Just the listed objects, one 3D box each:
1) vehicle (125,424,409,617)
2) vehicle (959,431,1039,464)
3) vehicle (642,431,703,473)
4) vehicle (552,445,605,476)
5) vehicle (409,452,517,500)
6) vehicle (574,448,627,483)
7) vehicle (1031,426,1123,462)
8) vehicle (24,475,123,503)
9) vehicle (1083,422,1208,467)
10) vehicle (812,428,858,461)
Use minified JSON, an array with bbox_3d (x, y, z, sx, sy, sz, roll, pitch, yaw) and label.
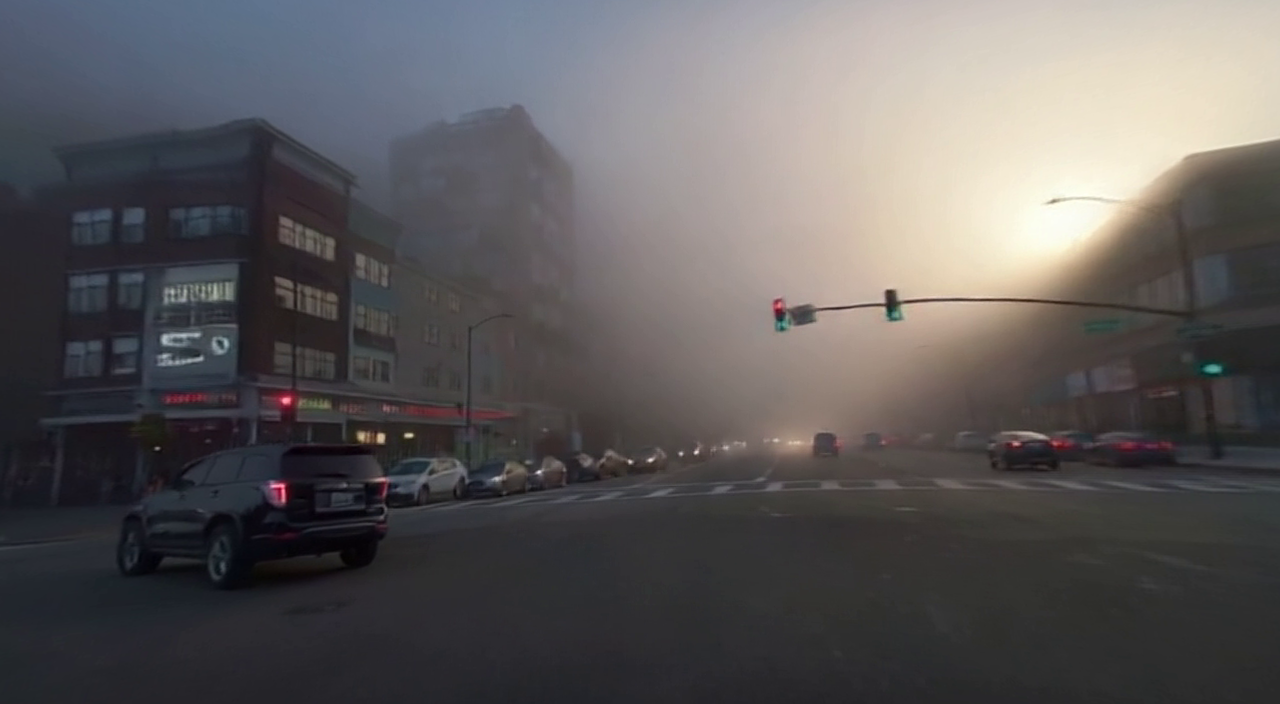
[{"bbox_3d":[-5.287,2.028,8.655,2.157,1.863,4.665,8,-12,-44],"label":"vehicle"},{"bbox_3d":[16.979,4.582,30.103,1.863,1.426,4.494,-2,-9,11],"label":"vehicle"},{"bbox_3d":[1.872,5.363,33.780,2.428,2.035,5.636,-2,-9,11],"label":"vehicle"},{"bbox_3d":[-3.915,7.047,41.155,2.176,1.835,4.648,-2,-9,11],"label":"vehicle"},{"bbox_3d":[-6.931,4.899,25.433,1.993,1.708,5.219,-2,-9,11],"label":"vehicle"},{"bbox_3d":[-1.964,5.750,32.297,1.760,1.491,3.722,0,-7,11],"label":"vehicle"},{"bbox_3d":[20.455,4.400,29.738,1.798,1.431,4.429,-7,-11,11],"label":"vehicle"},{"bbox_3d":[-34.936,8.445,38.923,4.671,1.547,1.907,-2,-9,9],"label":"vehicle"},{"bbox_3d":[19.519,3.662,24.636,1.746,1.446,4.475,-7,-11,10],"label":"vehicle"},{"bbox_3d":[12.224,5.844,39.840,2.115,1.932,5.189,-2,-9,10],"label":"vehicle"}]
